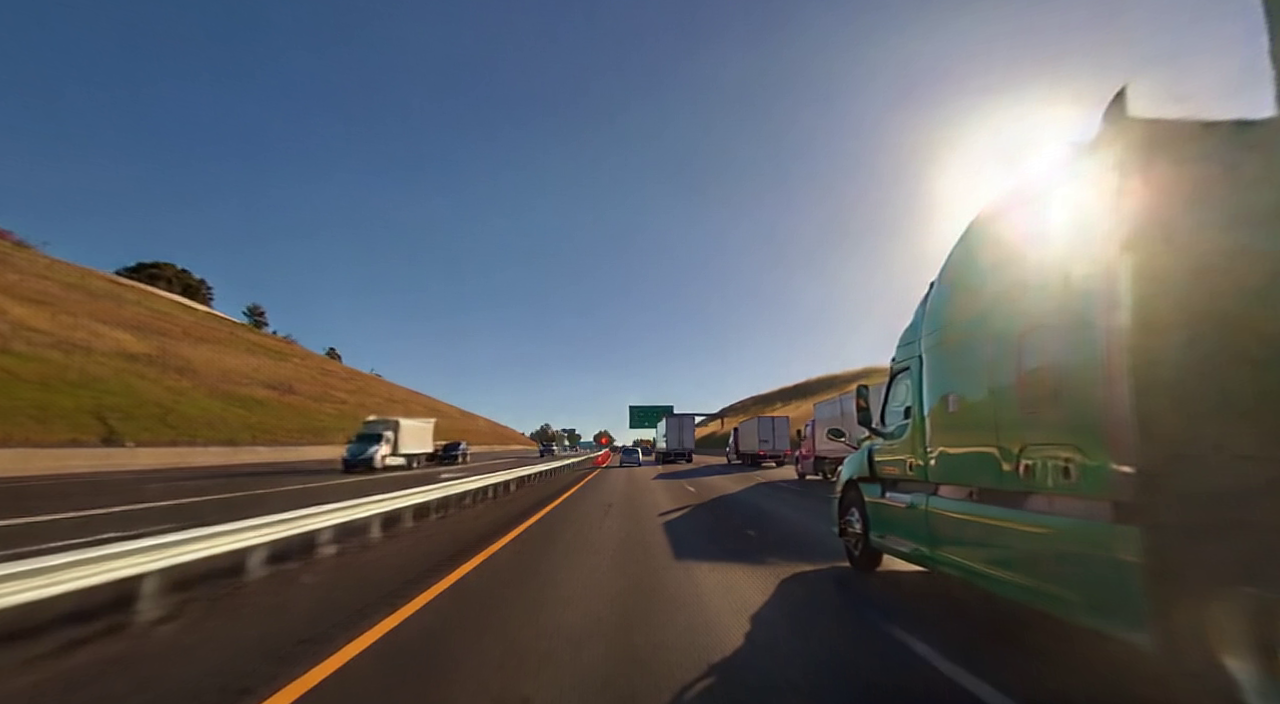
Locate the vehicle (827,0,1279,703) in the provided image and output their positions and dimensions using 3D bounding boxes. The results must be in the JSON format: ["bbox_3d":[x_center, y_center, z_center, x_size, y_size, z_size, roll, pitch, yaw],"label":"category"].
[{"bbox_3d":[3.662,0.052,3.999,2.990,3.934,6.180,0,-9,0],"label":"vehicle"}]

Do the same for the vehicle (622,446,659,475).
[{"bbox_3d":[-0.012,5.885,34.369,1.927,1.437,3.794,0,-9,-1],"label":"vehicle"}]

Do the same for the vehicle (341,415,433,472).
[{"bbox_3d":[-12.720,4.697,32.281,2.278,2.621,5.863,0,-9,-1],"label":"vehicle"}]
